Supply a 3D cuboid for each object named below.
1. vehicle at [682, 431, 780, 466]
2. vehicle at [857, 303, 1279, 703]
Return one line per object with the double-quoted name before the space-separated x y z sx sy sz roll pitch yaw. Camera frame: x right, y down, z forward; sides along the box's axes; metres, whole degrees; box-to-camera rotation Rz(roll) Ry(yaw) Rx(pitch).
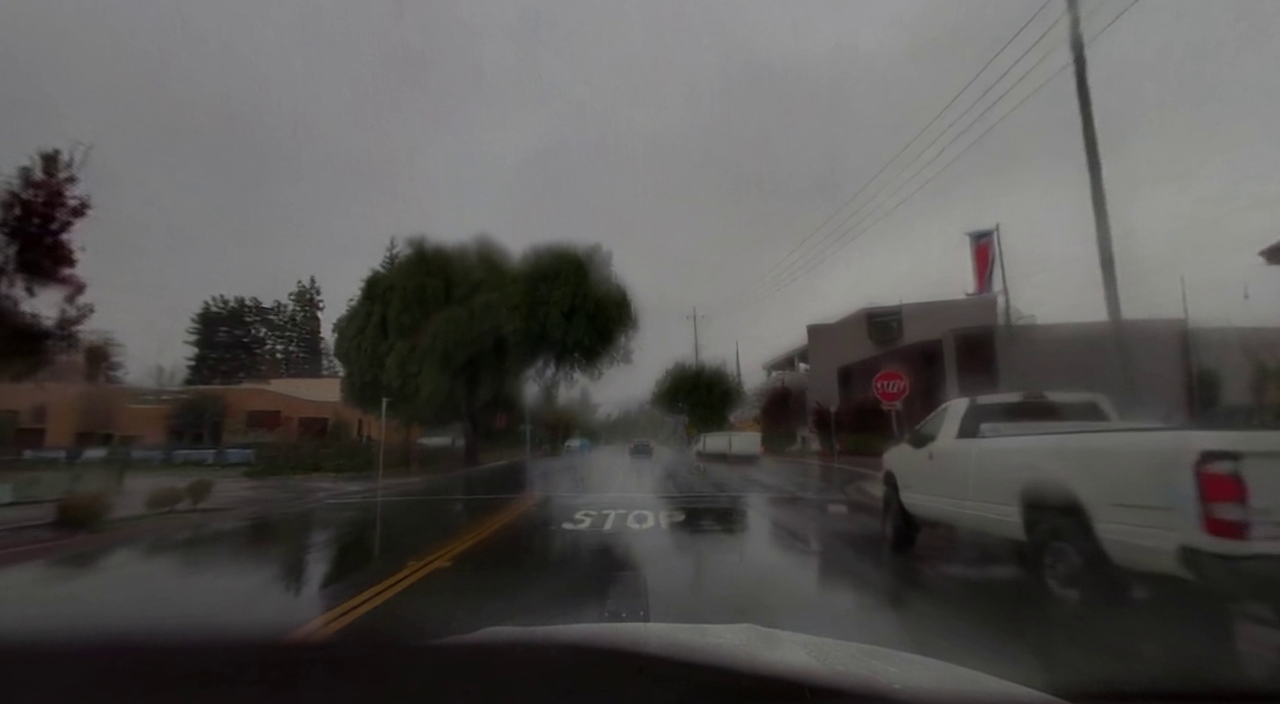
"vehicle" 4.883 5.222 34.104 4.791 1.733 2.139 -6 -10 35
"vehicle" 4.124 1.172 5.685 2.226 1.986 5.786 0 -8 0
